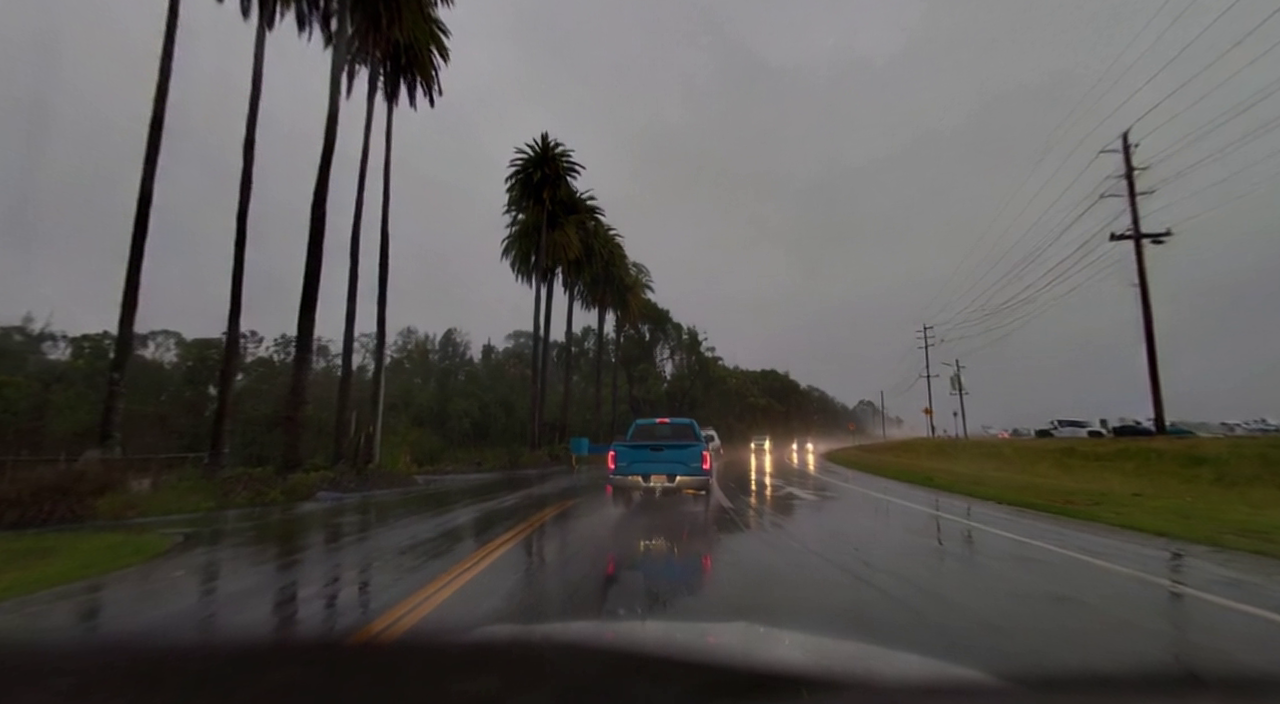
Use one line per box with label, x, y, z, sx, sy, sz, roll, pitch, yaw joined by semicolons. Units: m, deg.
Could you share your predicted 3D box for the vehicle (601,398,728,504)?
vehicle;0.663;2.529;16.398;2.693;2.223;5.885;-1;-8;3
